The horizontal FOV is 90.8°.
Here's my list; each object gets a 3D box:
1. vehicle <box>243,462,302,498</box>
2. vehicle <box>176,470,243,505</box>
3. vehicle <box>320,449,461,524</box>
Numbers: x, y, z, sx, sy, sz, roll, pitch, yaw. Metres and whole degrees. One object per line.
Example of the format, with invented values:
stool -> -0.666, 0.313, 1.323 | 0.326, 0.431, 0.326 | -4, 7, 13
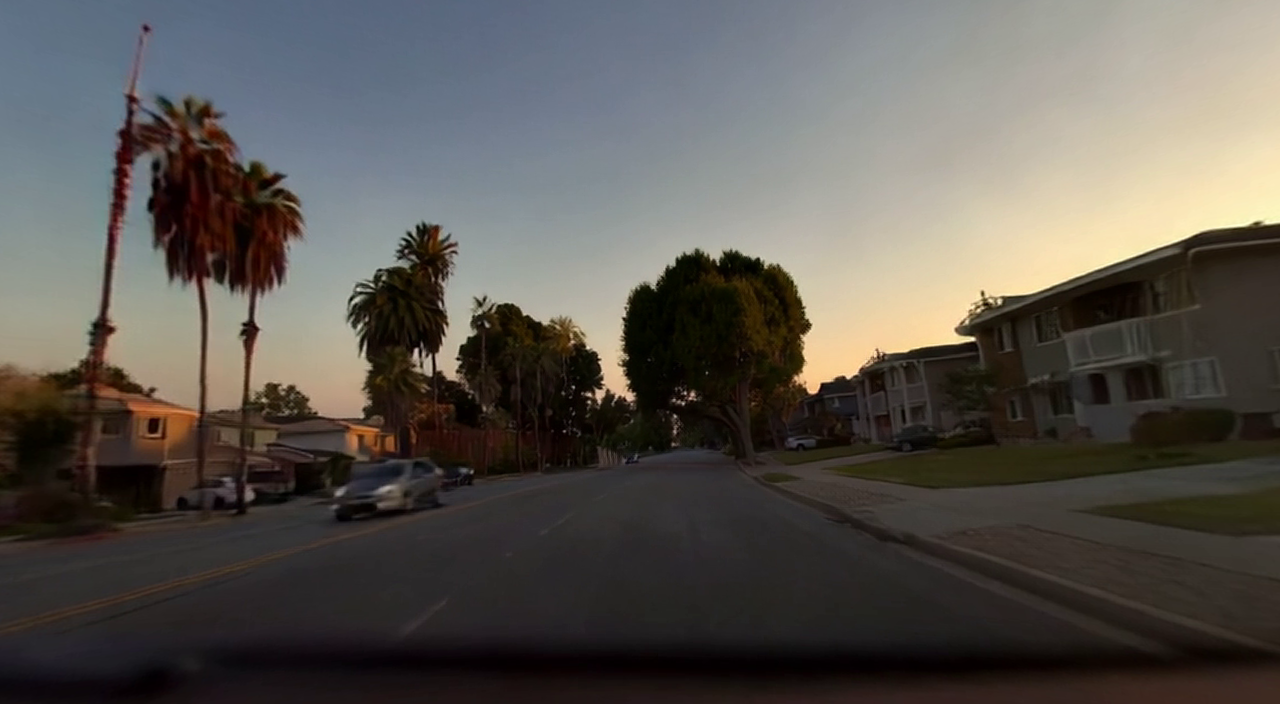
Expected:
vehicle -> -21.589, 7.482, 37.304 | 2.075, 1.846, 4.684 | 3, -9, -19
vehicle -> -22.004, 6.863, 32.212 | 4.461, 1.477, 1.862 | -8, -12, 44
vehicle -> -6.486, 3.482, 16.976 | 1.746, 1.503, 4.400 | -8, -9, 2
